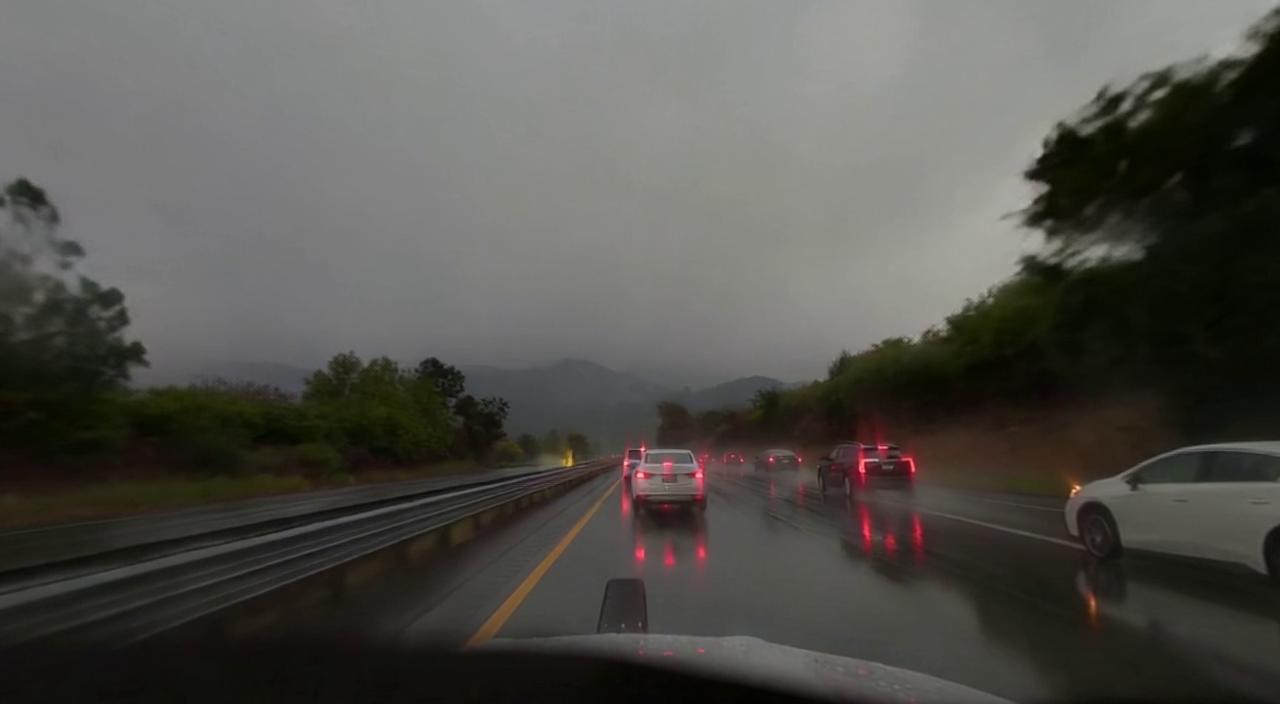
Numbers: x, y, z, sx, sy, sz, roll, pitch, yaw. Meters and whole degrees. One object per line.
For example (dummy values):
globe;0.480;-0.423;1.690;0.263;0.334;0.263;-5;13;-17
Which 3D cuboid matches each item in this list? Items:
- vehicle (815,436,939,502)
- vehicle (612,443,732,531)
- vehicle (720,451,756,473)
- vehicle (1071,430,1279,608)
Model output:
vehicle;6.802;3.400;18.660;1.980;1.702;4.235;0;-9;0
vehicle;0.563;2.645;12.855;2.076;1.485;3.774;0;-9;0
vehicle;6.825;7.669;44.238;1.921;1.451;3.841;0;-9;0
vehicle;6.359;1.466;5.729;1.965;1.484;4.090;0;-9;0
